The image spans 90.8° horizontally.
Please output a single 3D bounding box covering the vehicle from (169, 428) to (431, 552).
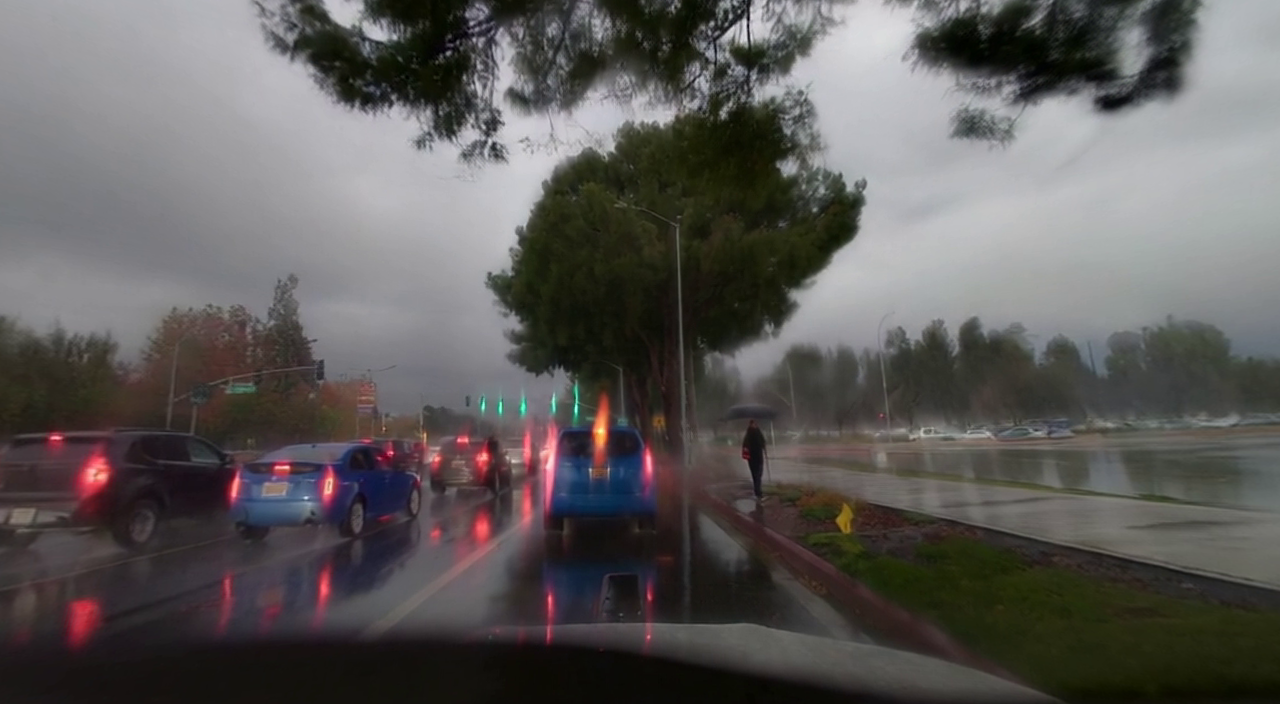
[{"bbox_3d":[-5.403,2.229,10.934,2.010,1.674,4.484,0,-9,0],"label":"vehicle"}]

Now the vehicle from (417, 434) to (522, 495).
[{"bbox_3d":[-5.445,3.663,20.931,2.188,1.774,4.477,0,-9,1],"label":"vehicle"}]

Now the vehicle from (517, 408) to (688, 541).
[{"bbox_3d":[-0.582,2.023,10.994,2.368,1.829,4.293,0,-9,-2],"label":"vehicle"}]

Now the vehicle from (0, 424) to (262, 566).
[{"bbox_3d":[-8.793,2.217,10.586,2.013,1.826,4.592,0,-9,1],"label":"vehicle"}]
